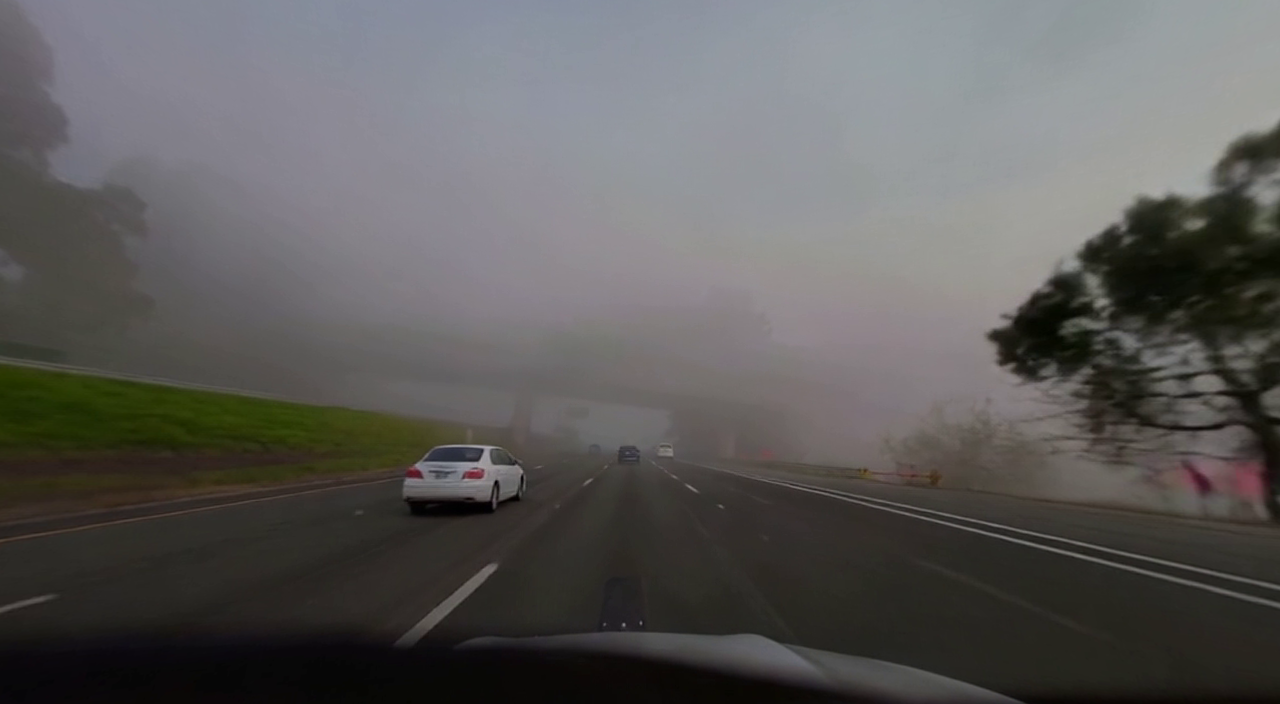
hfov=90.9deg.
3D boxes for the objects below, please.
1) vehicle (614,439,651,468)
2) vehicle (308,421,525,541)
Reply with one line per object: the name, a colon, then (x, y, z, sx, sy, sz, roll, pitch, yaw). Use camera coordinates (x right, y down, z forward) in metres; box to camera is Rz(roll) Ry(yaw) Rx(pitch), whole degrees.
vehicle: (-0.539, 6.828, 42.555, 2.328, 1.805, 4.502, 0, -8, -2)
vehicle: (-3.582, 2.165, 11.300, 2.114, 1.650, 4.730, -1, -8, 1)
